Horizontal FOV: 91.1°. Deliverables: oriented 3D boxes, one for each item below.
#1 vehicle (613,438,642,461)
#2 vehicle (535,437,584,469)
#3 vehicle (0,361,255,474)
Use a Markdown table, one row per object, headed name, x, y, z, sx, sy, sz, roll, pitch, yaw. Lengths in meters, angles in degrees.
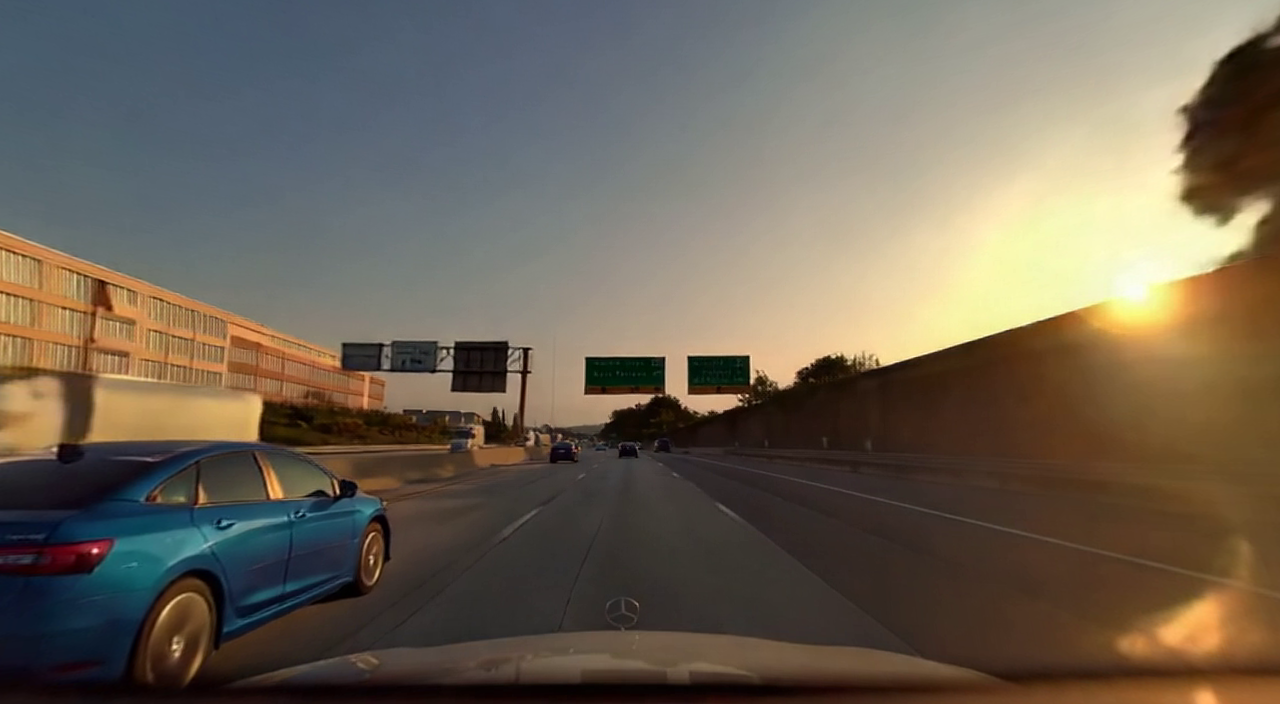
| name | x | y | z | sx | sy | sz | roll | pitch | yaw |
| --- | --- | --- | --- | --- | --- | --- | --- | --- | --- |
| vehicle | -0.980 | 7.647 | 49.440 | 2.196 | 1.699 | 4.499 | 0 | -8 | -2 |
| vehicle | -4.423 | 5.624 | 35.166 | 2.271 | 1.626 | 4.463 | 0 | -8 | -2 |
| vehicle | -21.182 | 2.957 | 26.393 | 3.019 | 3.702 | 11.347 | 0 | -8 | -1 |
